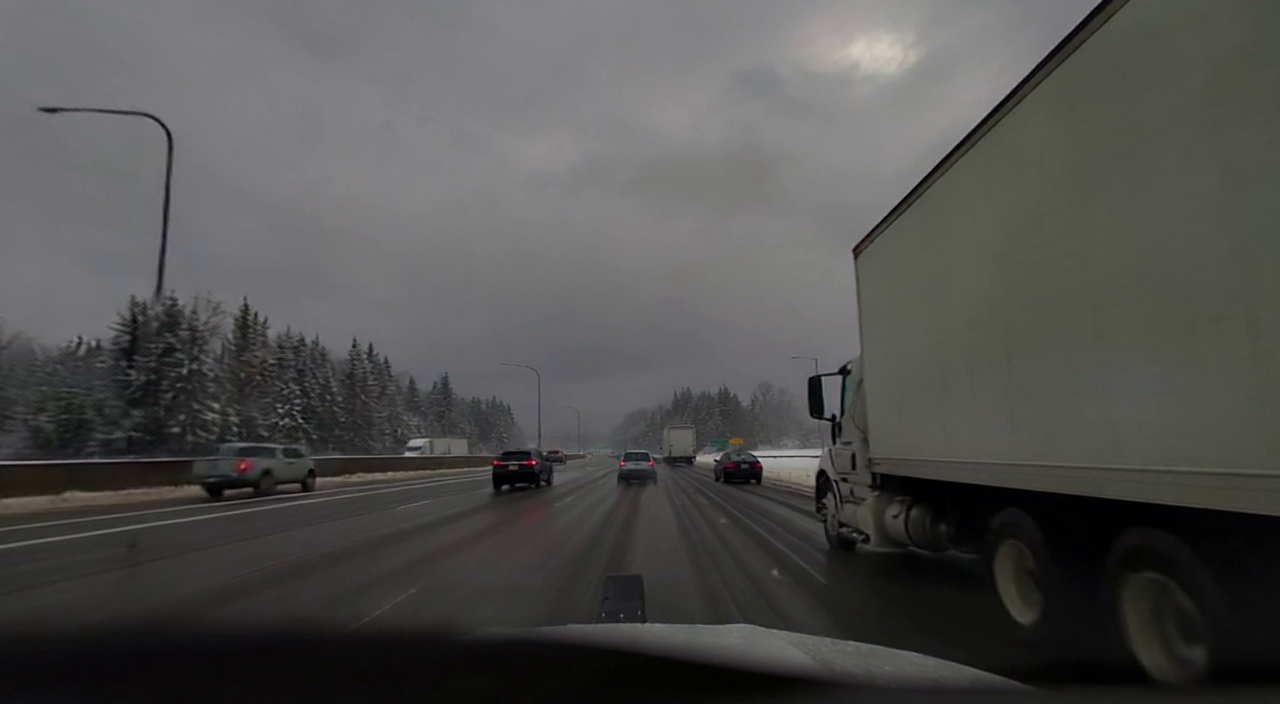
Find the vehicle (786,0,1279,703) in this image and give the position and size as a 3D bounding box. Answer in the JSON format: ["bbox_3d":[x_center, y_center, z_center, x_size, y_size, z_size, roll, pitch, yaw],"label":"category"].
[{"bbox_3d":[3.717,0.379,5.005,2.836,3.508,8.723,0,-9,-1],"label":"vehicle"}]

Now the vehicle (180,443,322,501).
[{"bbox_3d":[-13.224,4.068,21.886,1.946,1.773,4.446,-1,-9,2],"label":"vehicle"}]

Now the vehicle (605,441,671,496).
[{"bbox_3d":[-0.036,4.020,22.246,2.103,1.717,4.399,0,-9,1],"label":"vehicle"}]

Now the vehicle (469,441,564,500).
[{"bbox_3d":[-3.853,3.777,20.602,1.988,1.696,4.754,-1,-9,2],"label":"vehicle"}]

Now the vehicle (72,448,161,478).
[{"bbox_3d":[-30.514,6.448,36.987,1.846,1.600,3.759,0,-9,2],"label":"vehicle"}]

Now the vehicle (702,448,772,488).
[{"bbox_3d":[4.013,4.872,26.929,2.146,1.482,4.665,0,-9,-1],"label":"vehicle"}]
